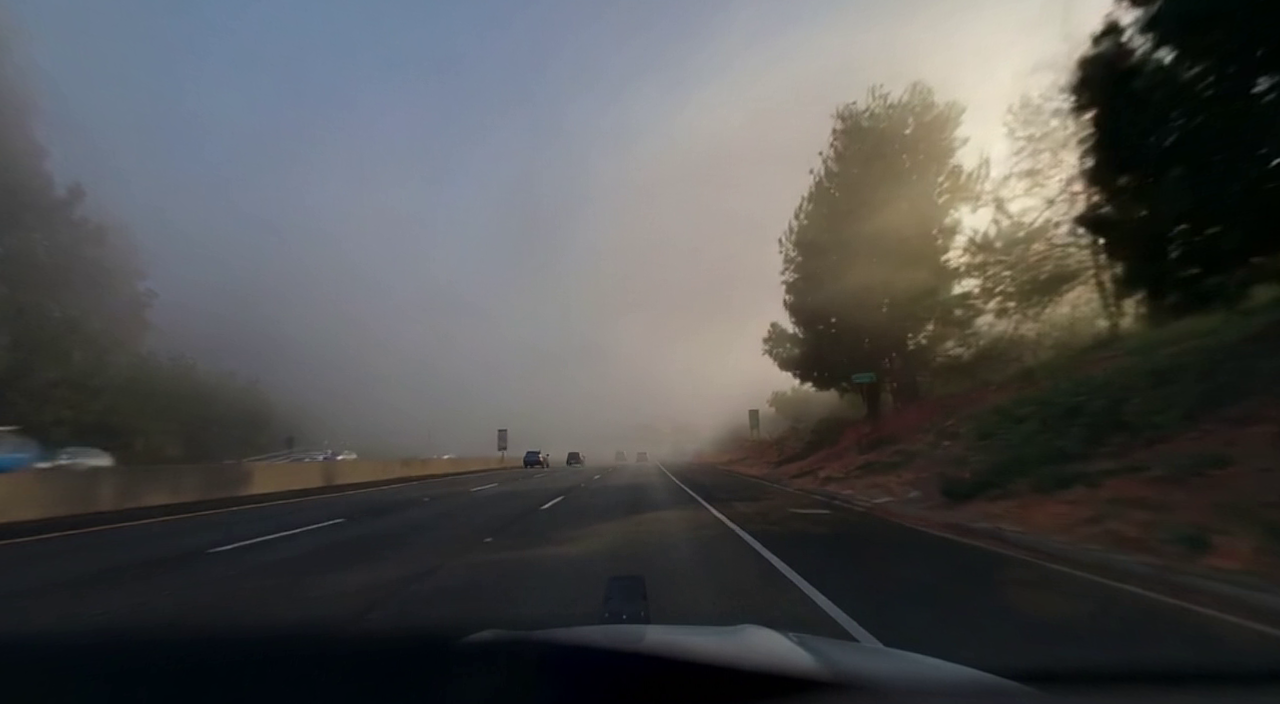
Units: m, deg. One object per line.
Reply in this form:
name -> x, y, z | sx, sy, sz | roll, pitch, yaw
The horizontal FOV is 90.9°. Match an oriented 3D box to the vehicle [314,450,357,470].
vehicle -> -20.785, 7.373, 43.139 | 1.447, 1.320, 3.188 | 1, -9, -3
